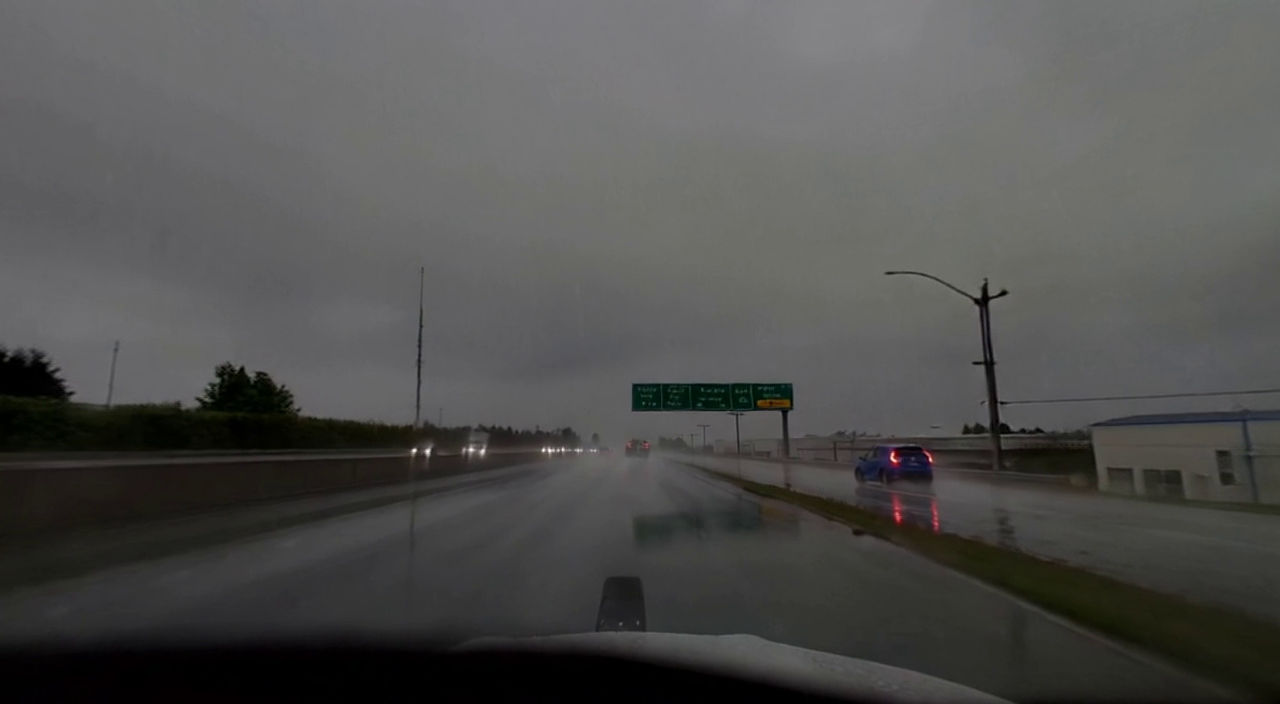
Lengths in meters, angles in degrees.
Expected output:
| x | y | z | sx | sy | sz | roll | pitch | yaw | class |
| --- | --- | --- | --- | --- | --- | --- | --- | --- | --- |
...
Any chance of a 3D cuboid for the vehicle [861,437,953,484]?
| x | y | z | sx | sy | sz | roll | pitch | yaw | class |
| --- | --- | --- | --- | --- | --- | --- | --- | --- | --- |
| 14.330 | 5.877 | 34.307 | 2.411 | 2.326 | 5.300 | 0 | -9 | -3 | vehicle |
